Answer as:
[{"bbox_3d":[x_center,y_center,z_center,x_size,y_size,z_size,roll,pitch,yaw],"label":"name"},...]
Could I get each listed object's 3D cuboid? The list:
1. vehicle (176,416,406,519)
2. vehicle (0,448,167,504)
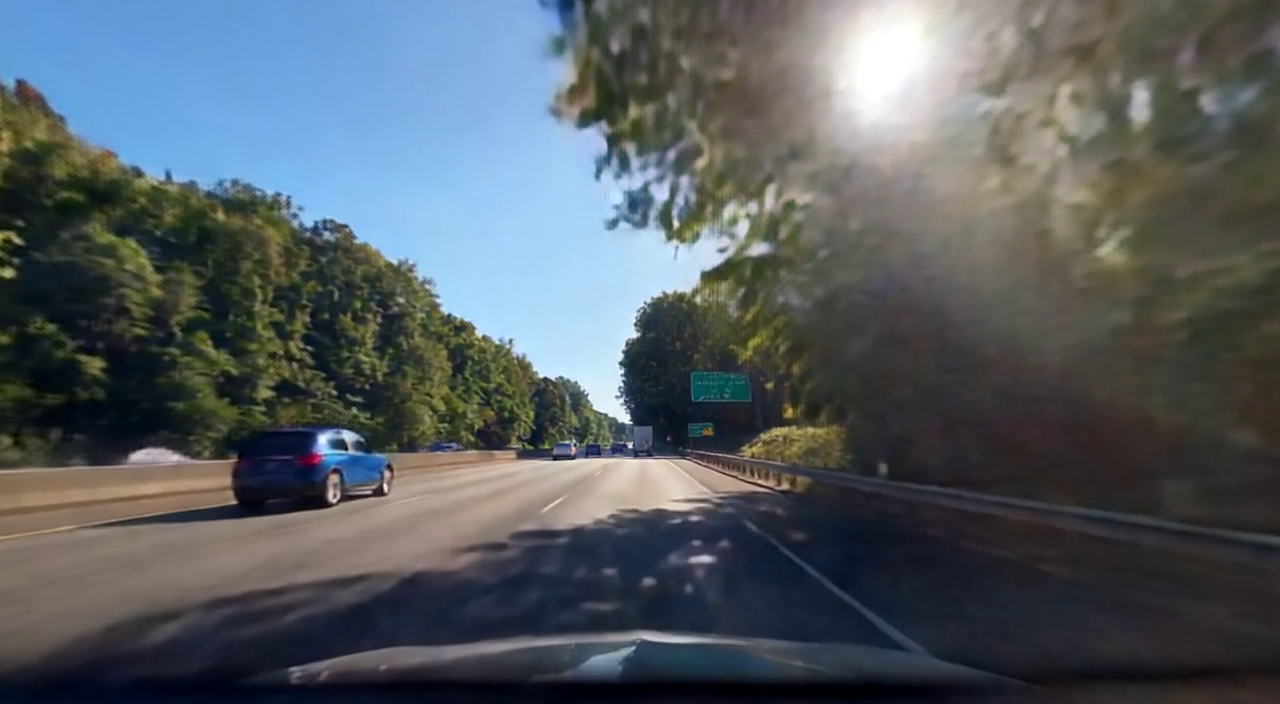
[{"bbox_3d":[-7.103,2.409,13.604,2.253,1.815,4.618,0,-9,1],"label":"vehicle"},{"bbox_3d":[-17.710,3.805,19.794,2.002,1.515,4.650,0,-9,1],"label":"vehicle"}]
